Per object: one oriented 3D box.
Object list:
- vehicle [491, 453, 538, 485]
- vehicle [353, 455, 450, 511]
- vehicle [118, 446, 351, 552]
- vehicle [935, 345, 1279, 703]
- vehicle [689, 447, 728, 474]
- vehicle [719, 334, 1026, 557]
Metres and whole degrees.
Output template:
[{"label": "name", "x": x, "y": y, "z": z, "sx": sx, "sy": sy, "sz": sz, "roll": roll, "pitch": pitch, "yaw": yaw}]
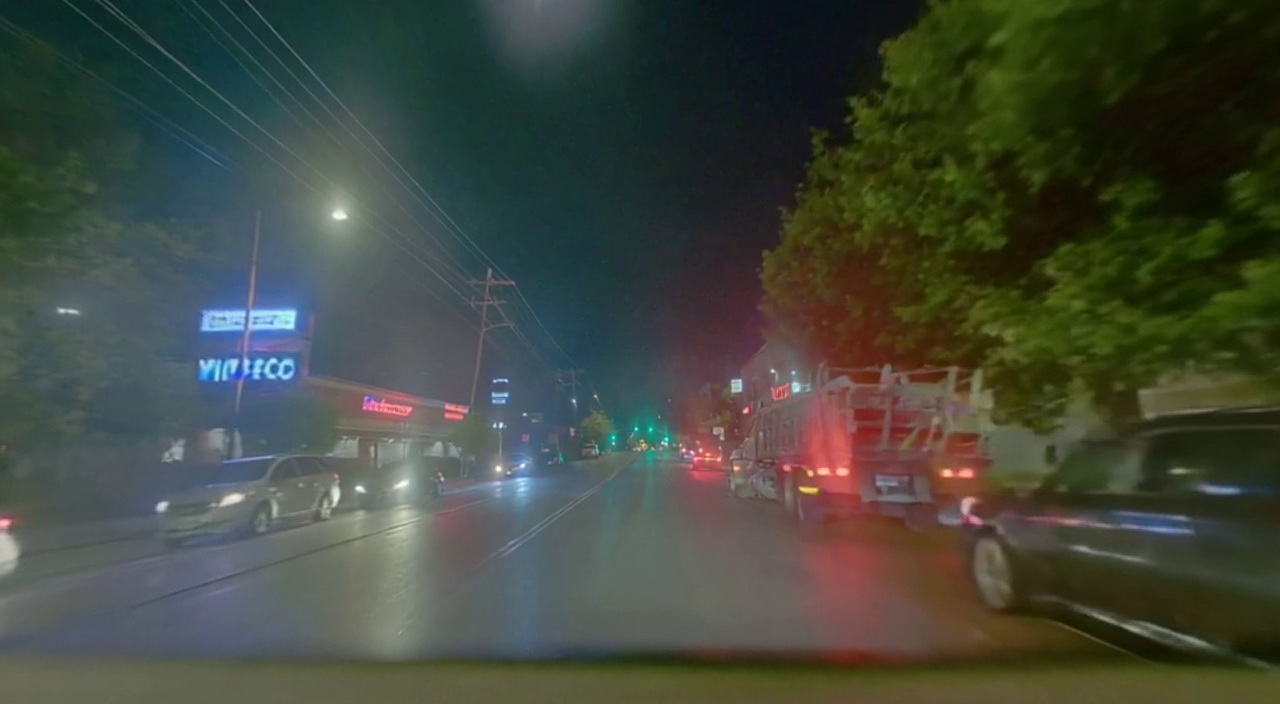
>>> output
[{"label": "vehicle", "x": -7.241, "y": 6.761, "z": 36.798, "sx": 1.787, "sy": 1.543, "sz": 4.052, "roll": -4, "pitch": -8, "yaw": 1}, {"label": "vehicle", "x": -7.623, "y": 4.182, "z": 20.564, "sx": 1.678, "sy": 1.468, "sz": 3.706, "roll": -4, "pitch": -9, "yaw": 1}, {"label": "vehicle", "x": -7.699, "y": 2.754, "z": 12.612, "sx": 1.882, "sy": 1.639, "sz": 4.187, "roll": -3, "pitch": -8, "yaw": 0}, {"label": "vehicle", "x": 3.766, "y": 0.949, "z": 3.270, "sx": 2.097, "sy": 1.784, "sz": 4.915, "roll": -1, "pitch": -8, "yaw": 0}, {"label": "vehicle", "x": 4.262, "y": 6.792, "z": 39.798, "sx": 1.990, "sy": 1.521, "sz": 4.693, "roll": -1, "pitch": -8, "yaw": 1}, {"label": "vehicle", "x": 3.998, "y": 1.879, "z": 13.748, "sx": 3.011, "sy": 3.127, "sz": 8.608, "roll": -4, "pitch": -7, "yaw": -2}]
